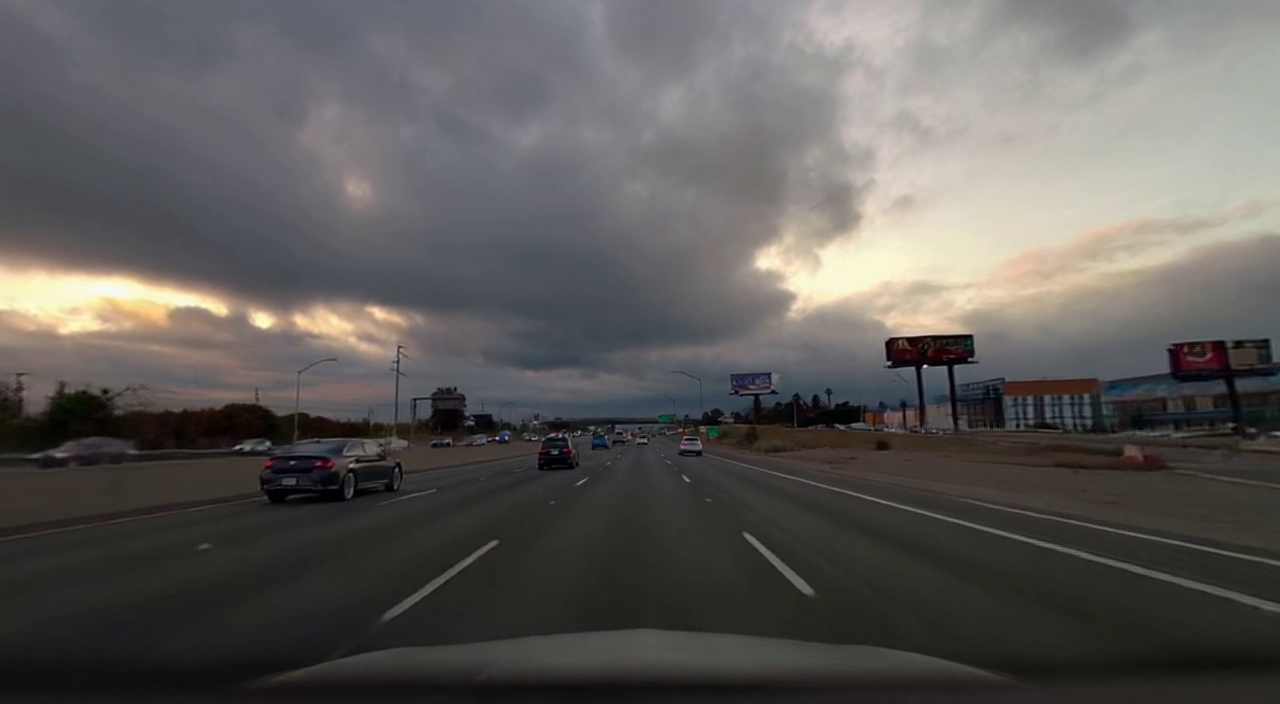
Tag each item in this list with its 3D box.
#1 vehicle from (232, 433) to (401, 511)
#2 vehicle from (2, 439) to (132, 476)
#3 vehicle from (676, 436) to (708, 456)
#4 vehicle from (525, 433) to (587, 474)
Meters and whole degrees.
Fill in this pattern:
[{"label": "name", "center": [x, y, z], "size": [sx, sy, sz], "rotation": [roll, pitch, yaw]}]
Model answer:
[{"label": "vehicle", "center": [-7.156, 2.670, 14.413], "size": [1.865, 1.518, 3.620], "rotation": [0, -9, 1]}, {"label": "vehicle", "center": [-27.051, 4.990, 29.960], "size": [1.943, 1.590, 4.436], "rotation": [0, -9, 0]}, {"label": "vehicle", "center": [4.055, 7.449, 49.813], "size": [2.135, 1.532, 4.506], "rotation": [0, -9, 0]}, {"label": "vehicle", "center": [-3.462, 4.289, 26.766], "size": [2.001, 1.577, 4.055], "rotation": [0, -9, 1]}]
